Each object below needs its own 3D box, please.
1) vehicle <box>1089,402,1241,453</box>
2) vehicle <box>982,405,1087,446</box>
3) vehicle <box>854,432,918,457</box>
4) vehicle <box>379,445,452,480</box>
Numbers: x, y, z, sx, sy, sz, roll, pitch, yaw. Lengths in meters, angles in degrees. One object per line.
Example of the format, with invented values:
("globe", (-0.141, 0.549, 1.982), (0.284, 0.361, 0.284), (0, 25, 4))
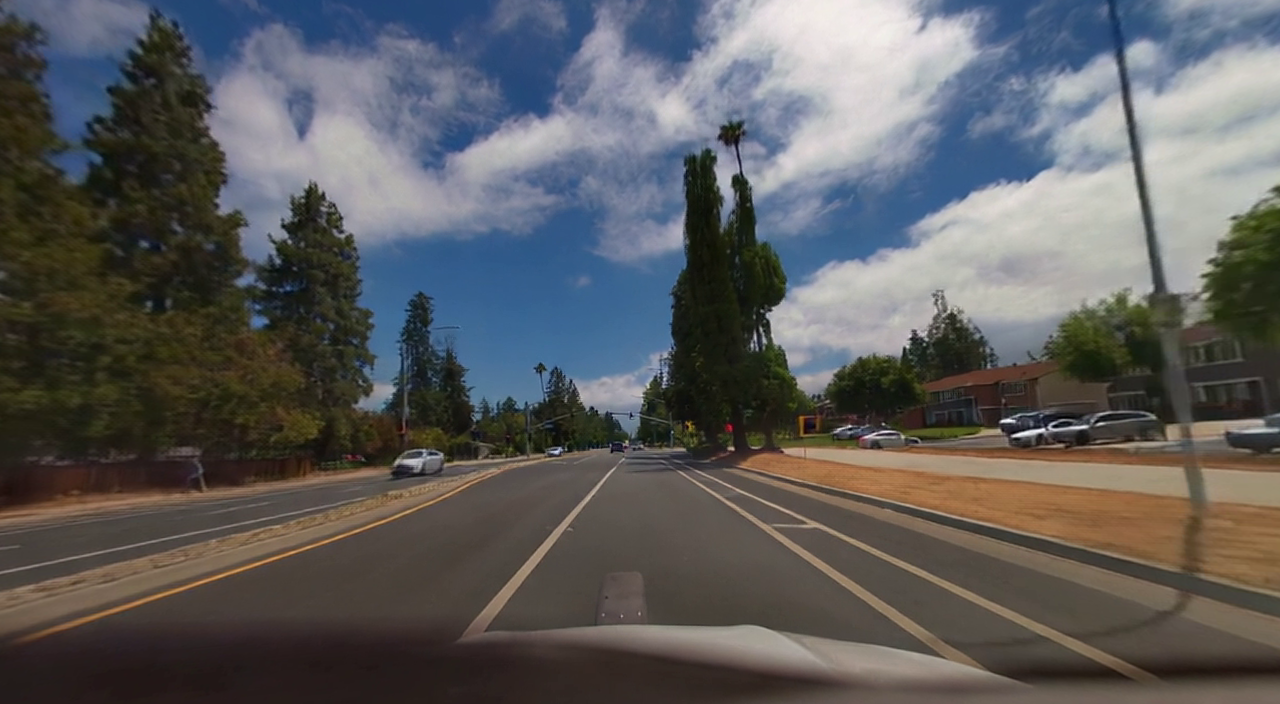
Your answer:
("vehicle", (22.301, 3.242, 26.973), (4.579, 1.710, 2.020), (-4, -8, -2))
("vehicle", (22.649, 4.238, 36.359), (4.512, 1.837, 2.059), (-6, -8, -2))
("vehicle", (15.467, 5.847, 40.016), (1.882, 1.446, 4.741), (0, -8, -4))
("vehicle", (-11.451, 5.645, 32.545), (1.999, 1.618, 4.217), (-1, -8, 3))
